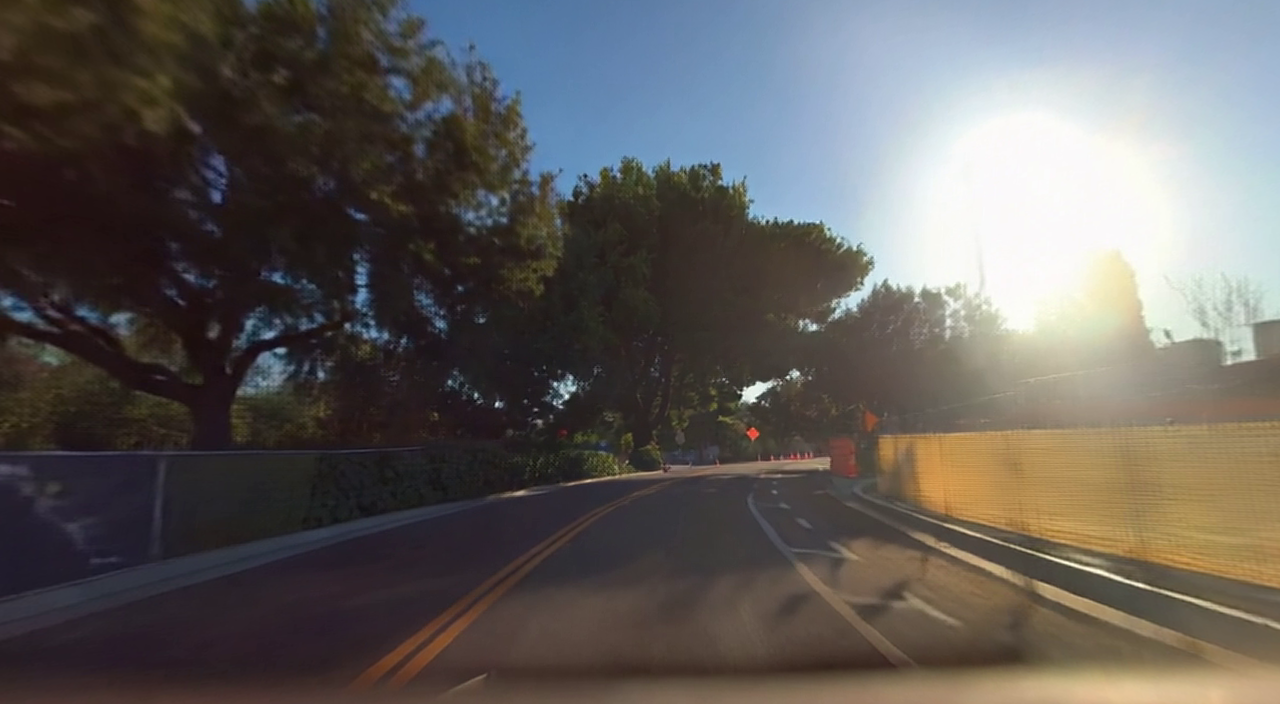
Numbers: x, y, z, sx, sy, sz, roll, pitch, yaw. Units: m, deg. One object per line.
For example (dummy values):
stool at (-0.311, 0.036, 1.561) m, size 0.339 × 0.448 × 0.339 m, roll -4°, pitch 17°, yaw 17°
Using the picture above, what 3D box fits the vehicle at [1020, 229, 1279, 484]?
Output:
vehicle at (11.124, 0.391, 11.386) m, size 2.984 × 3.691 × 10.409 m, roll -1°, pitch -9°, yaw 6°
